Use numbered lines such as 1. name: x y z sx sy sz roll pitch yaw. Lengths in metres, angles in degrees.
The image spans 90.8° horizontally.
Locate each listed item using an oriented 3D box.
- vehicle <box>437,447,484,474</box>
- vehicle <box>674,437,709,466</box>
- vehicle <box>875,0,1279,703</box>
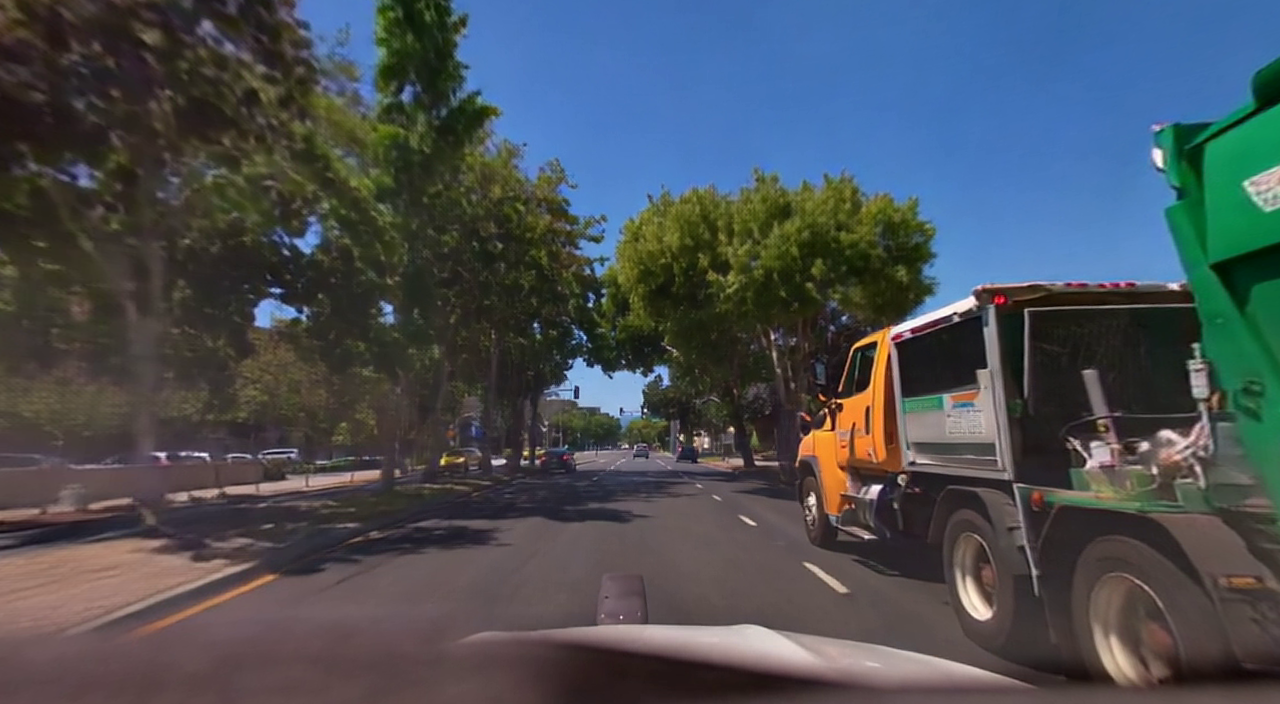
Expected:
1. vehicle: -13.613 8.239 48.235 2.140 1.961 4.641 0 -9 1
2. vehicle: 3.655 7.220 45.790 2.099 1.936 4.575 0 -9 -1
3. vehicle: 3.817 -0.159 1.132 2.731 3.407 10.262 0 -9 -1
